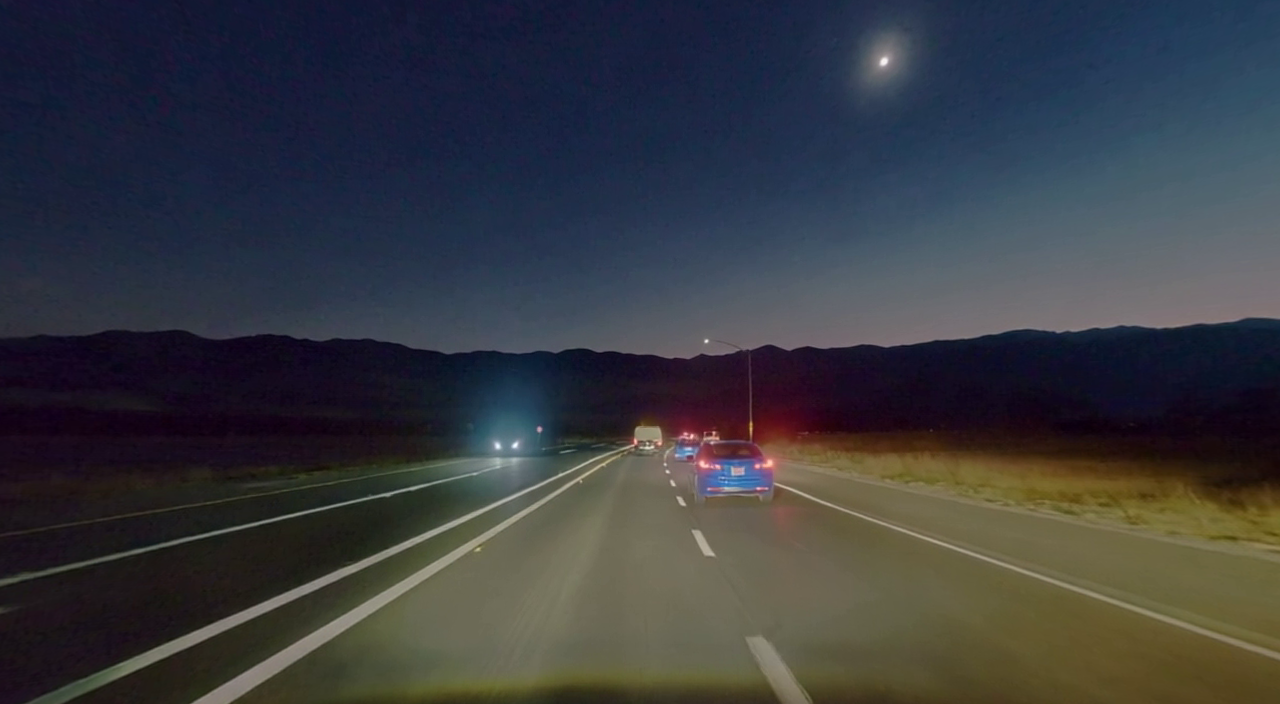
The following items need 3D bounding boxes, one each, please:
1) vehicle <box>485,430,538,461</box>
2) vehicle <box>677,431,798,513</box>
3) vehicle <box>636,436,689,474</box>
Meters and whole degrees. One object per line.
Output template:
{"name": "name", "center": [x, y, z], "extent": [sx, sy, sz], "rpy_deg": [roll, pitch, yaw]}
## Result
{"name": "vehicle", "center": [-7.673, 5.662, 38.107], "extent": [2.070, 1.744, 4.472], "rpy_deg": [0, -8, 2]}
{"name": "vehicle", "center": [1.977, 2.587, 14.067], "extent": [2.007, 1.534, 3.976], "rpy_deg": [0, -8, -1]}
{"name": "vehicle", "center": [0.885, 4.463, 27.544], "extent": [2.026, 1.531, 4.273], "rpy_deg": [0, -8, -2]}
